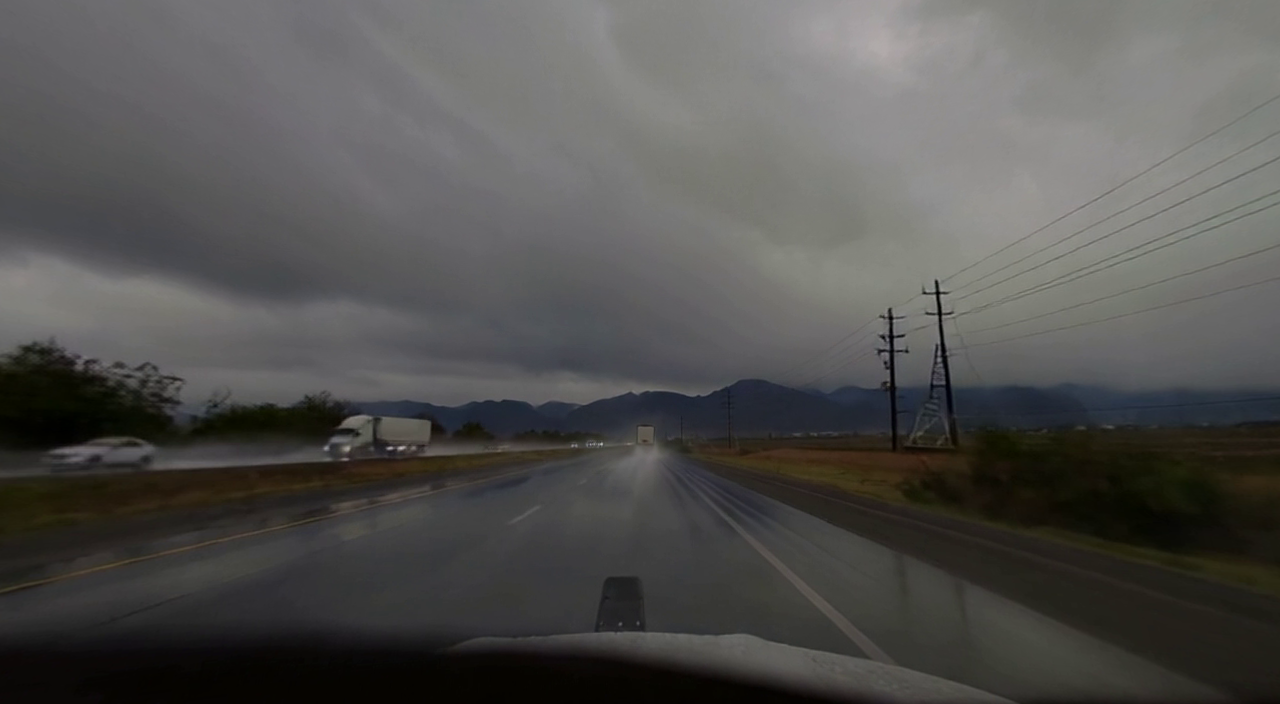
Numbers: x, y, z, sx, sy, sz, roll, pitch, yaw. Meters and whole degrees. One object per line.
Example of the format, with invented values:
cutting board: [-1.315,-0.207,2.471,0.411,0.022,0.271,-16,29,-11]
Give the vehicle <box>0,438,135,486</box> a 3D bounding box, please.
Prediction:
vehicle: [-21.022,3.885,22.589,1.904,1.510,4.548,0,-8,2]
